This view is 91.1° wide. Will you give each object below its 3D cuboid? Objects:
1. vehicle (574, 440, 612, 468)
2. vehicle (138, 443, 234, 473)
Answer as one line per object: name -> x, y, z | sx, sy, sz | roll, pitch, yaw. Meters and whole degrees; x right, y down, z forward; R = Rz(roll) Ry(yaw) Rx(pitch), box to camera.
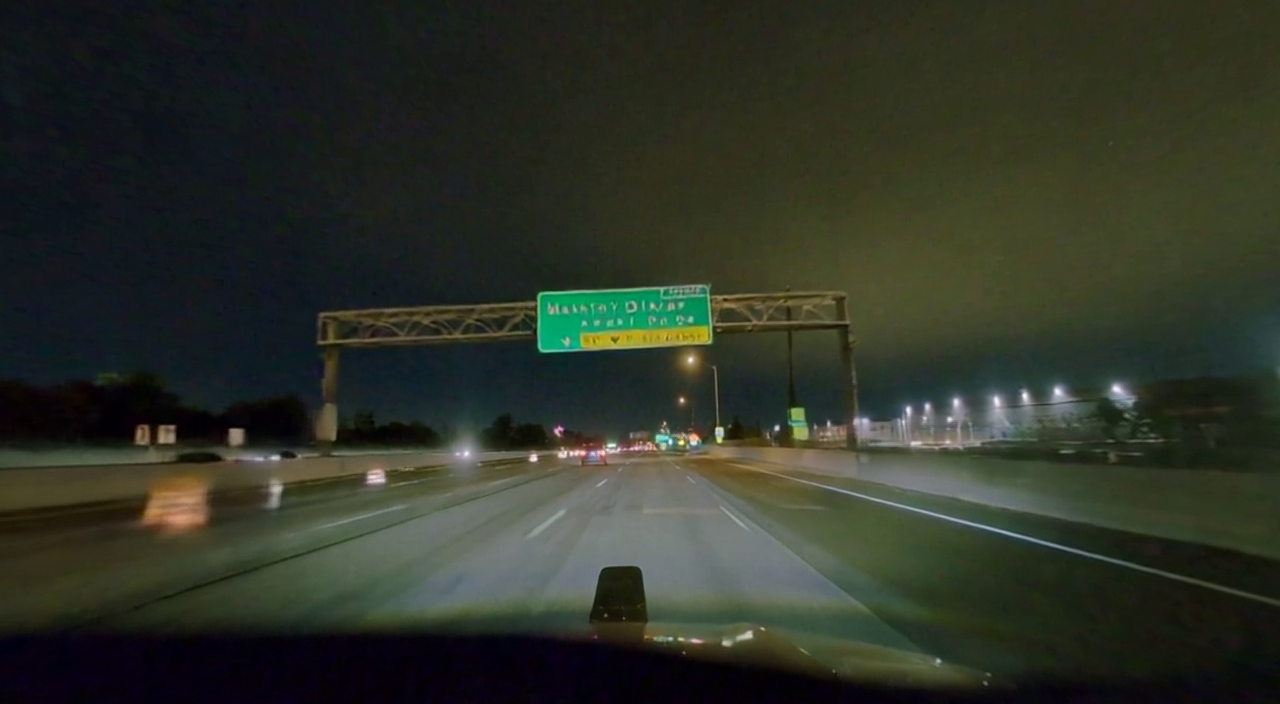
vehicle -> -2.937, 6.497, 40.129 | 2.078, 1.629, 4.059 | 0, -9, 1
vehicle -> -26.654, 6.228, 37.073 | 1.980, 1.627, 4.751 | 0, -9, 2
